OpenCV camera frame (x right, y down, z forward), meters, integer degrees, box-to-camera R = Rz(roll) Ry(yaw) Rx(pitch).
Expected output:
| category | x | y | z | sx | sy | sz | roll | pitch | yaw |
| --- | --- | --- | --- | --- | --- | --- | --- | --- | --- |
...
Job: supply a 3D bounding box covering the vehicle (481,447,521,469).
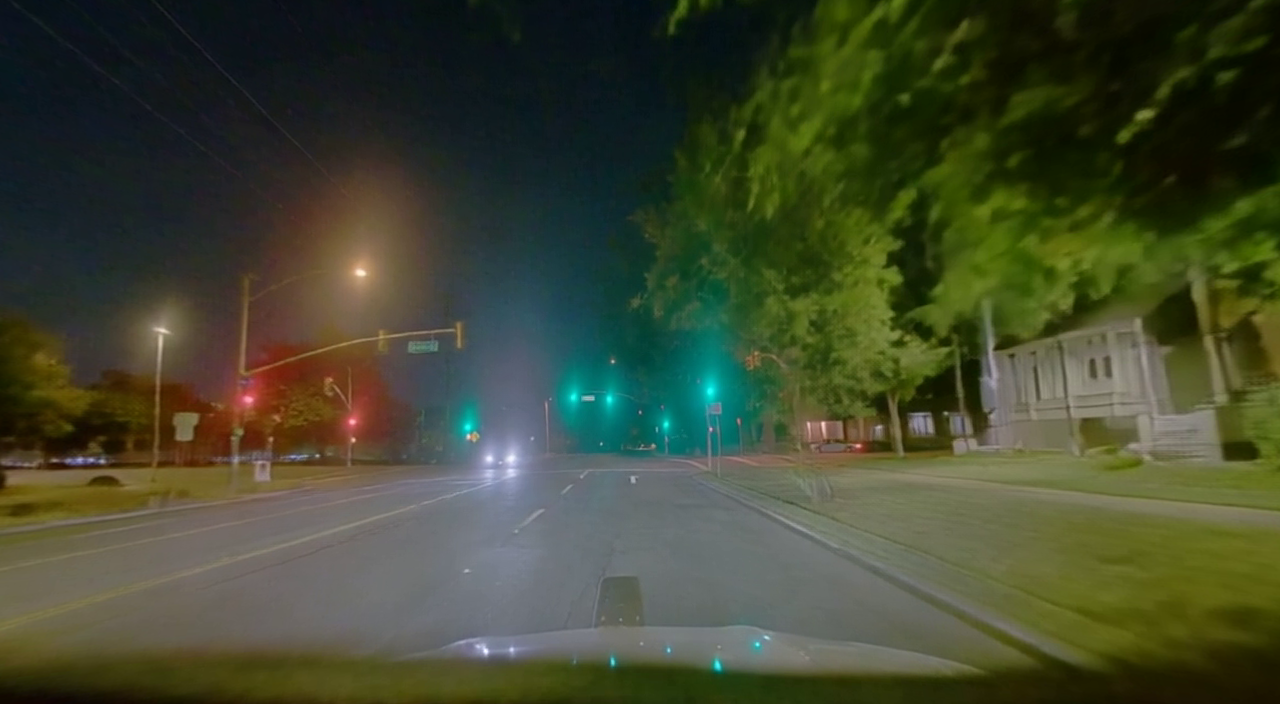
| category | x | y | z | sx | sy | sz | roll | pitch | yaw |
| --- | --- | --- | --- | --- | --- | --- | --- | --- | --- |
| vehicle | -10.693 | 8.159 | 48.871 | 2.035 | 1.461 | 4.465 | -4 | -9 | 0 |
